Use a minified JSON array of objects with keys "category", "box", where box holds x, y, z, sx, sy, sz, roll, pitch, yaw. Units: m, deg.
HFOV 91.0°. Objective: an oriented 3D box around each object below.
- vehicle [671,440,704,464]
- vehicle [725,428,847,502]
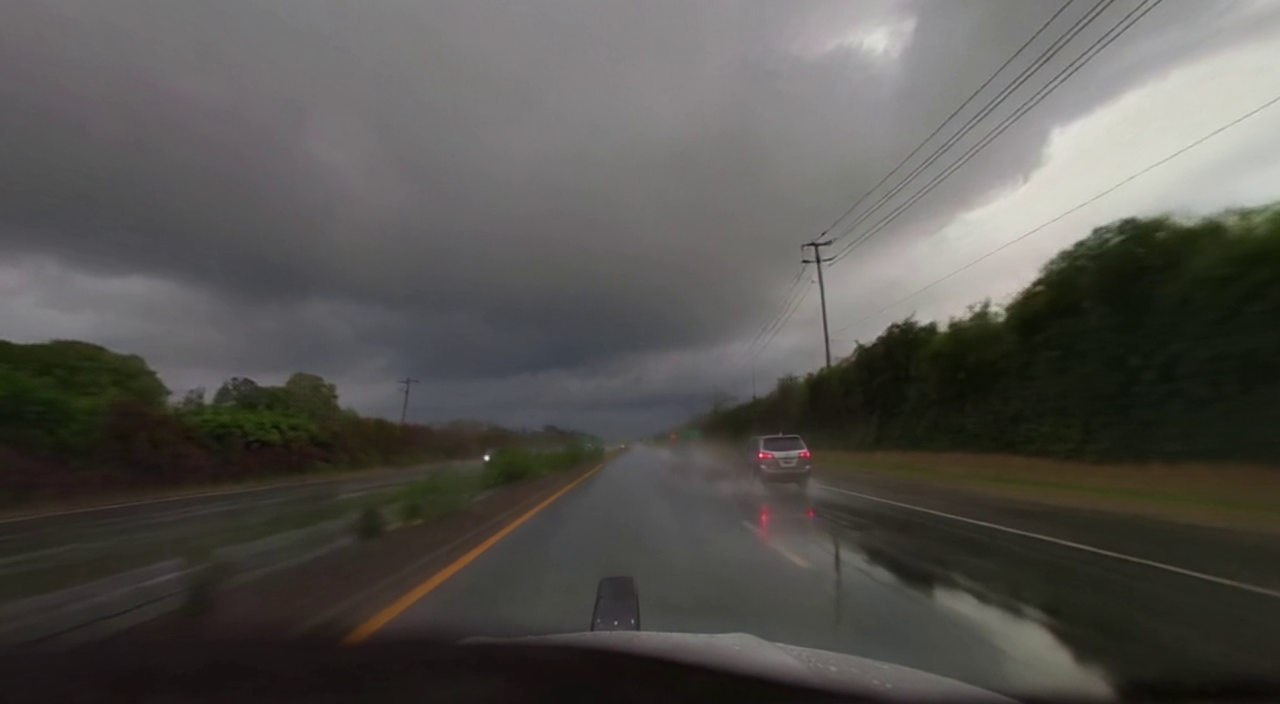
[{"category":"vehicle","box":[3.147,6.739,42.709,1.868,1.507,3.833,-1,-8,-1]},{"category":"vehicle","box":[3.523,2.807,16.139,1.977,1.581,4.428,-1,-8,-1]}]
